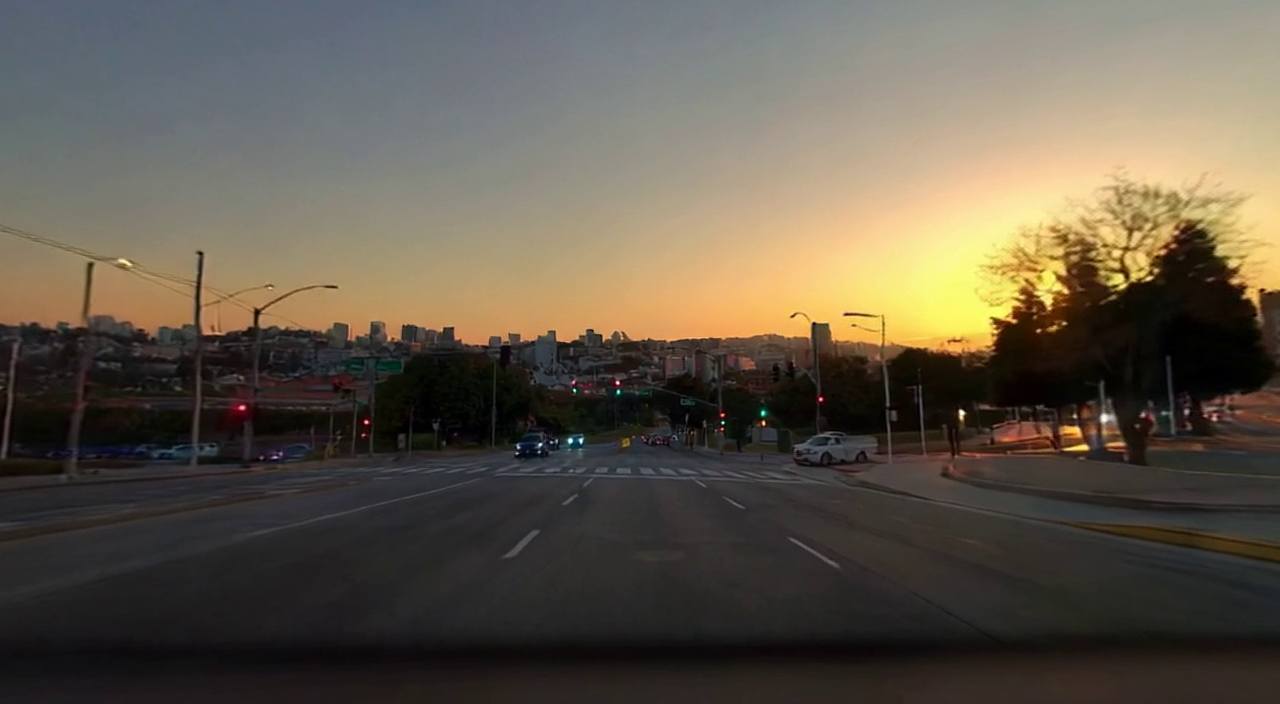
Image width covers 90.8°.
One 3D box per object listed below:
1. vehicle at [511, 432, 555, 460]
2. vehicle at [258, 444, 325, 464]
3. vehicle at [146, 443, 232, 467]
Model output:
[{"bbox_3d":[-6.900,6.155,41.337,2.074,1.692,4.333,0,-8,1],"label":"vehicle"},{"bbox_3d":[-27.032,7.911,49.052,4.444,1.457,1.927,-2,-9,16],"label":"vehicle"},{"bbox_3d":[-35.434,8.105,49.731,5.040,1.826,2.155,0,-8,-3],"label":"vehicle"}]
